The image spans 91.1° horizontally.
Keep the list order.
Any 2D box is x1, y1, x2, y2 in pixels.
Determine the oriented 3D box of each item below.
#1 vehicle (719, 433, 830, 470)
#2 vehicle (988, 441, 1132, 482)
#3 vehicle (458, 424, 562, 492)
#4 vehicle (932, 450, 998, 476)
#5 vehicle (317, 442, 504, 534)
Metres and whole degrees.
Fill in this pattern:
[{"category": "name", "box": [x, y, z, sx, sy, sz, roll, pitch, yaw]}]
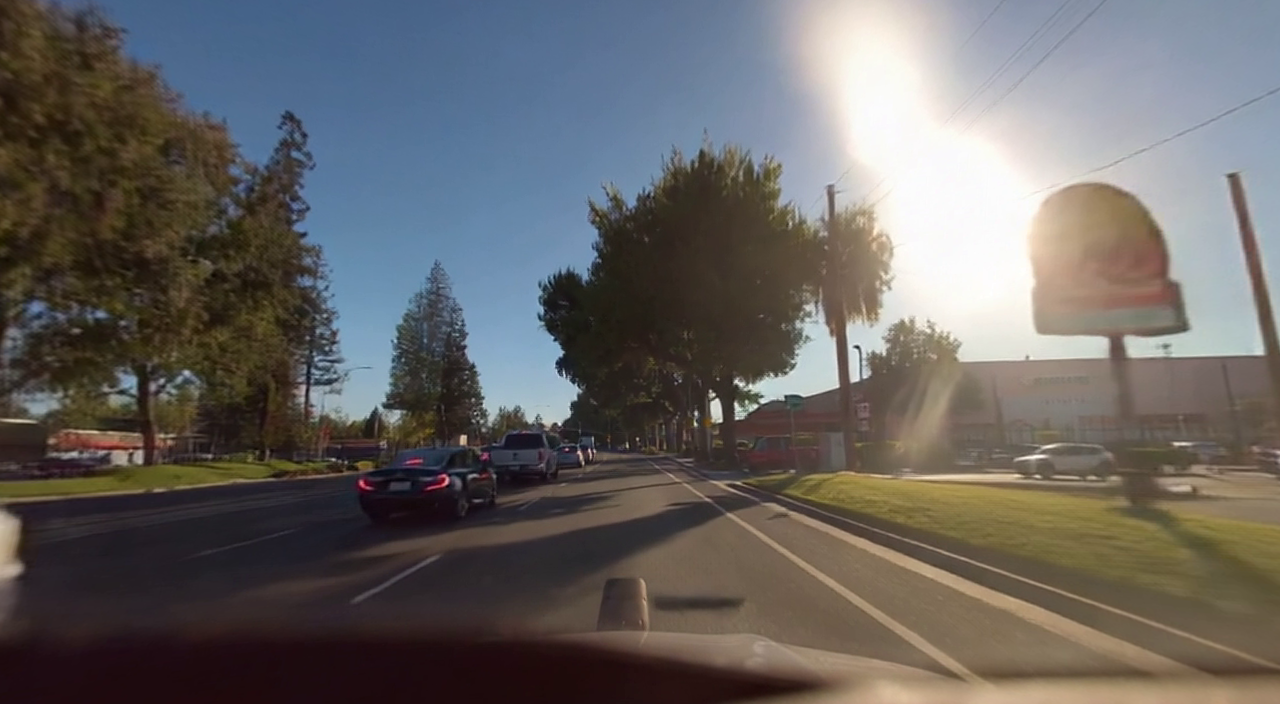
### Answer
[{"category": "vehicle", "box": [6.250, 4.725, 29.624, 4.813, 1.622, 2.110, 0, -11, 4]}, {"category": "vehicle", "box": [19.701, 5.141, 29.696, 5.120, 1.817, 2.154, -1, -8, 6]}, {"category": "vehicle", "box": [-4.504, 3.800, 22.996, 2.664, 2.122, 6.124, 0, -8, -2]}, {"category": "vehicle", "box": [19.872, 6.783, 38.568, 1.646, 1.418, 3.910, 1, -8, -5]}, {"category": "vehicle", "box": [-4.119, 2.490, 12.205, 2.113, 1.446, 4.309, 0, -8, -2]}]
